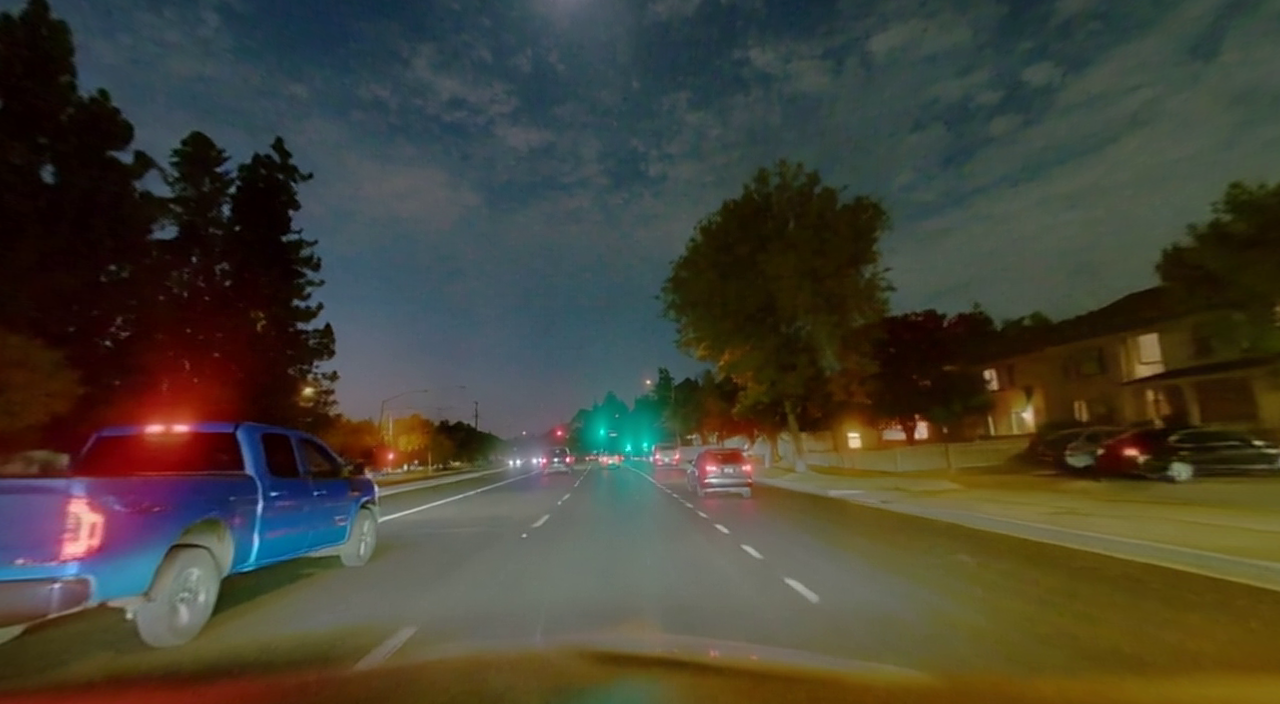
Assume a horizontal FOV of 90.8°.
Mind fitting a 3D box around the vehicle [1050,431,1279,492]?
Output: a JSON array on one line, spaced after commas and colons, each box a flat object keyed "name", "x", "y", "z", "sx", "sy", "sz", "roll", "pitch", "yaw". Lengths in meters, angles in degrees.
[{"name": "vehicle", "x": 13.611, "y": 2.796, "z": 16.316, "sx": 4.597, "sy": 1.439, "sz": 2.062, "roll": 0, "pitch": -9, "yaw": -1}]

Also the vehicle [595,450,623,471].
[{"name": "vehicle", "x": -2.440, "y": 8.275, "z": 48.416, "sx": 2.030, "sy": 1.477, "sz": 4.330, "roll": 0, "pitch": -9, "yaw": -4}]

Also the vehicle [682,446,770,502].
[{"name": "vehicle", "x": 2.452, "y": 3.589, "z": 19.108, "sx": 1.884, "sy": 1.463, "sz": 4.195, "roll": 0, "pitch": -9, "yaw": -3}]

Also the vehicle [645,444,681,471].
[{"name": "vehicle", "x": 1.570, "y": 7.538, "z": 45.308, "sx": 2.099, "sy": 1.845, "sz": 4.363, "roll": 0, "pitch": -9, "yaw": -4}]

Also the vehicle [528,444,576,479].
[{"name": "vehicle", "x": -4.881, "y": 6.164, "z": 35.827, "sx": 2.218, "sy": 1.829, "sz": 4.492, "roll": 0, "pitch": -9, "yaw": -2}]

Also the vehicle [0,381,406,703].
[{"name": "vehicle", "x": -4.047, "y": 1.391, "z": 5.454, "sx": 2.111, "sy": 1.745, "sz": 5.274, "roll": 0, "pitch": -8, "yaw": -1}]
